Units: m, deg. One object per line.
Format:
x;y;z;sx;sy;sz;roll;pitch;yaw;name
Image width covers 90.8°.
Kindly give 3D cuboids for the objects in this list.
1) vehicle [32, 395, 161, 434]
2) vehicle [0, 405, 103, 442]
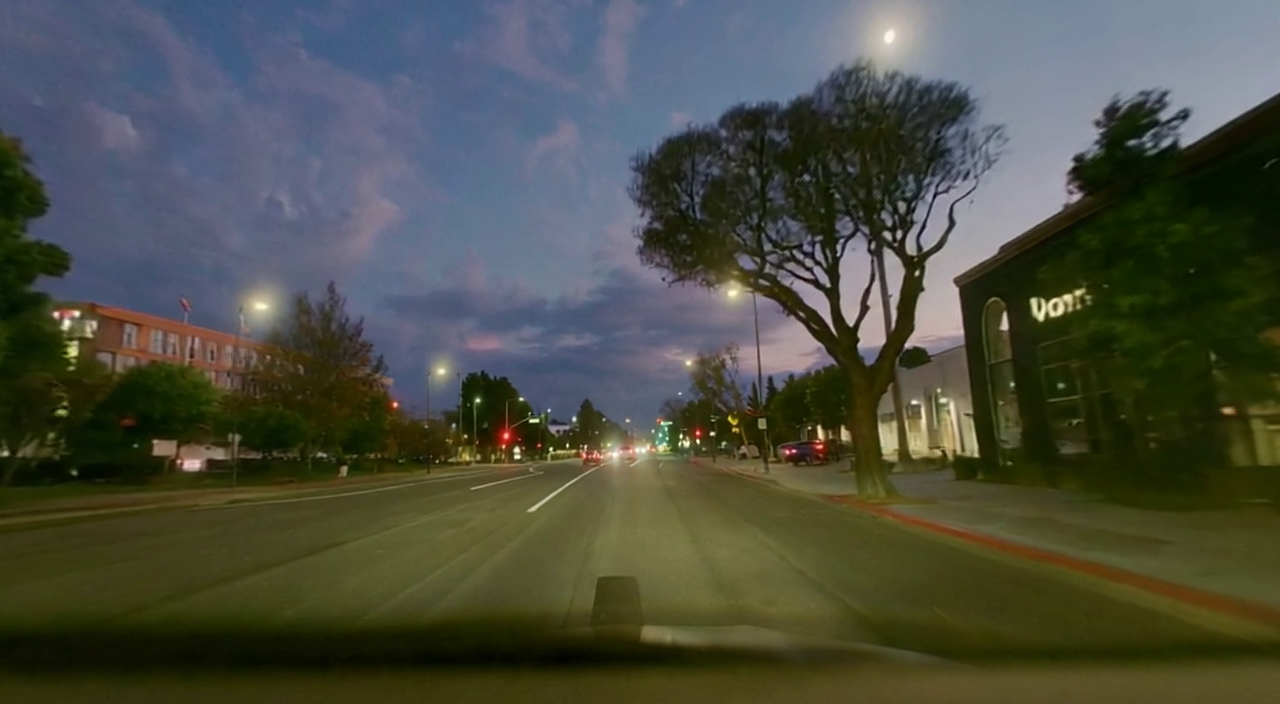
-25.675;2.993;29.945;4.397;1.760;1.971;-1;-9;4;vehicle
-25.832;3.142;27.387;3.559;1.531;1.679;-1;-9;4;vehicle
